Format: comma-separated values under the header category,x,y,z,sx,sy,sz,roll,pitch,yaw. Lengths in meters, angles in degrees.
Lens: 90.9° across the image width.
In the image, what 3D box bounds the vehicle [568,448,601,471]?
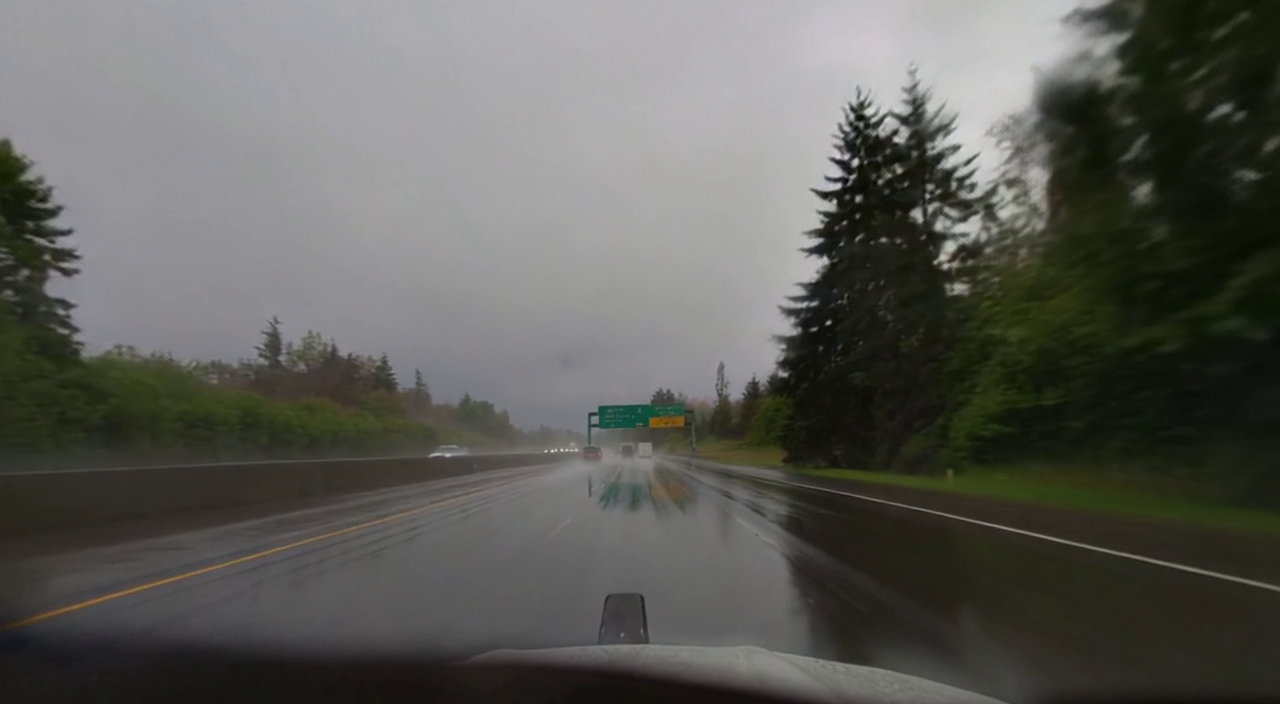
category,x,y,z,sx,sy,sz,roll,pitch,yaw
vehicle,-3.717,7.302,42.898,1.918,1.510,4.006,0,-9,0
